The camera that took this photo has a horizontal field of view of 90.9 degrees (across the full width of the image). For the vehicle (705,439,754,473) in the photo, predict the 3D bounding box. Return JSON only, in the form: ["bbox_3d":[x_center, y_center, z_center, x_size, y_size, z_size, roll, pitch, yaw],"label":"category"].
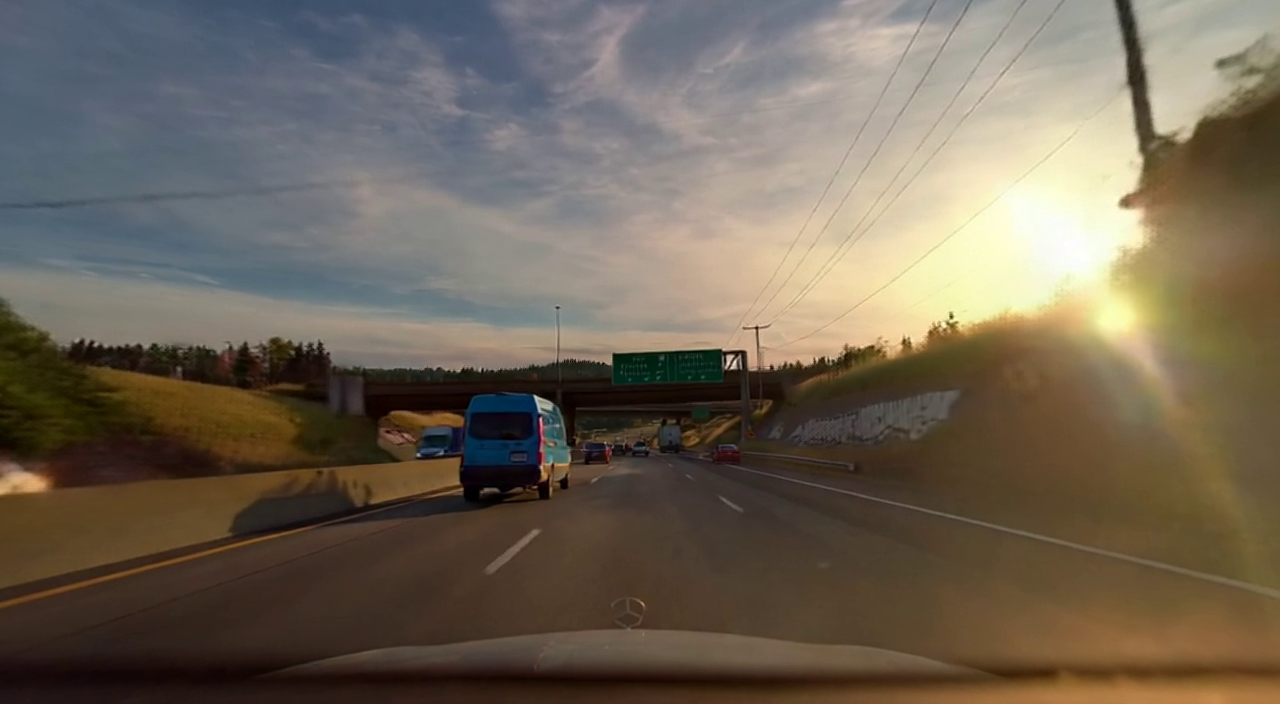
[{"bbox_3d":[4.709,5.566,33.843,1.936,1.664,4.198,0,-9,-1],"label":"vehicle"}]

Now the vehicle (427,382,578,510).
[{"bbox_3d":[-3.135,2.396,16.025,2.451,2.627,5.868,0,-9,0],"label":"vehicle"}]

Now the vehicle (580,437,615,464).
[{"bbox_3d":[-3.287,7.737,49.505,2.334,2.051,4.900,0,-9,0],"label":"vehicle"}]
